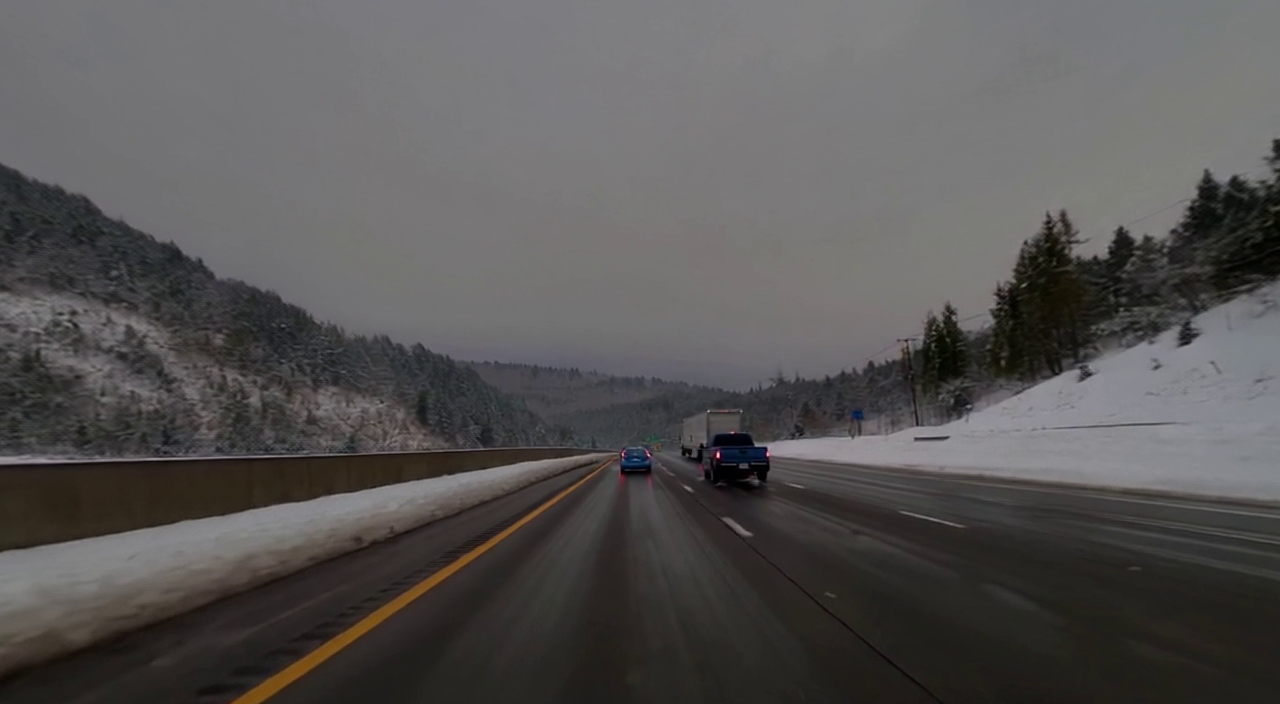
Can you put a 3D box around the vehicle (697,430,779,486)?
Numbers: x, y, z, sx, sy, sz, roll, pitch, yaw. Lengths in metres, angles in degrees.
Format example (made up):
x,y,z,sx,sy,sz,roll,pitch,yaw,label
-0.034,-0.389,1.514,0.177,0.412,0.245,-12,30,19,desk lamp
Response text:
x,y,z,sx,sy,sz,roll,pitch,yaw,label
3.429,3.832,23.059,2.098,1.794,4.561,0,-9,-2,vehicle

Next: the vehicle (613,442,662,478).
x,y,z,sx,sy,sz,roll,pitch,yaw,label
-0.137,4.860,28.644,2.083,1.477,3.965,0,-9,-1,vehicle
